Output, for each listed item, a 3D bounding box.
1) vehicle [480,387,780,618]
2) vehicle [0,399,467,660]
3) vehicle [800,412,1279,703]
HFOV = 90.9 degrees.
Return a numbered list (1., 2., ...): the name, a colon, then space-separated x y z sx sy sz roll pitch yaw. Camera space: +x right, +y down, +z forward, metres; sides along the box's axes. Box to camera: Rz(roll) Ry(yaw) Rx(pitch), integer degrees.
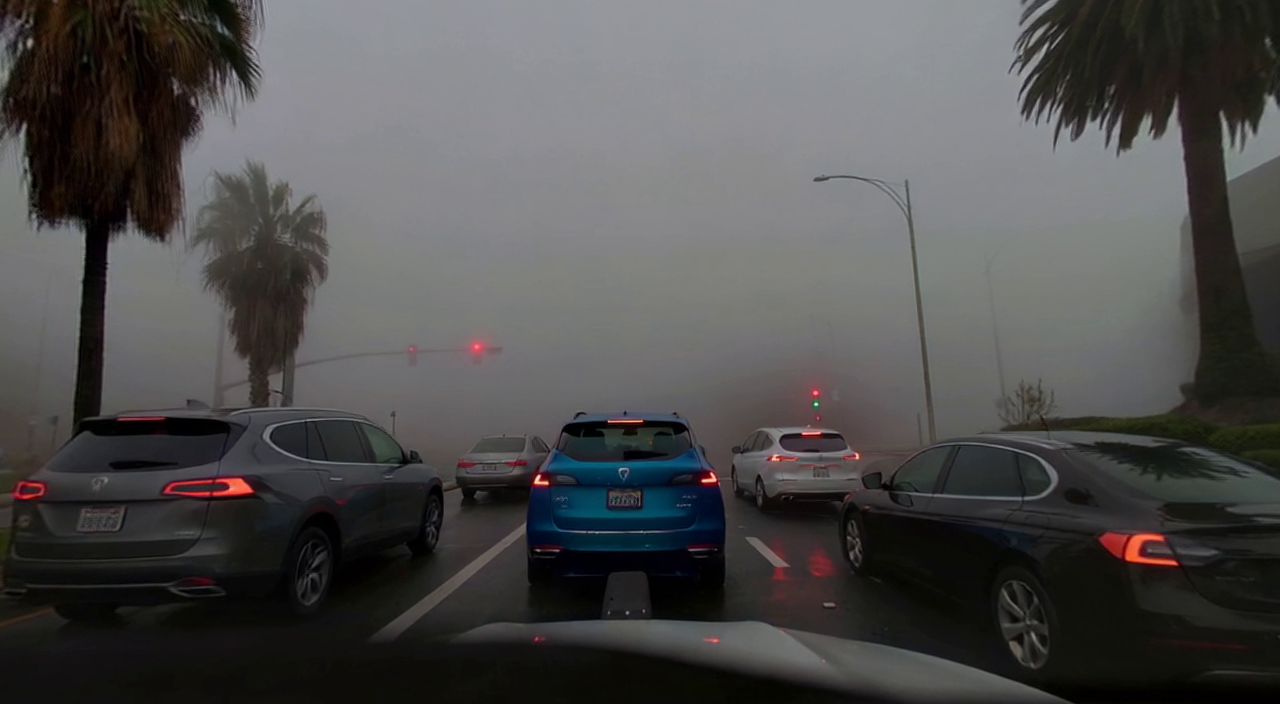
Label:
1. vehicle: -0.138 1.466 7.068 2.280 1.747 4.361 0 -8 -2
2. vehicle: -3.351 1.385 6.052 2.014 1.534 4.455 0 -8 1
3. vehicle: 2.971 1.373 5.250 2.017 1.491 4.611 0 -8 -1
